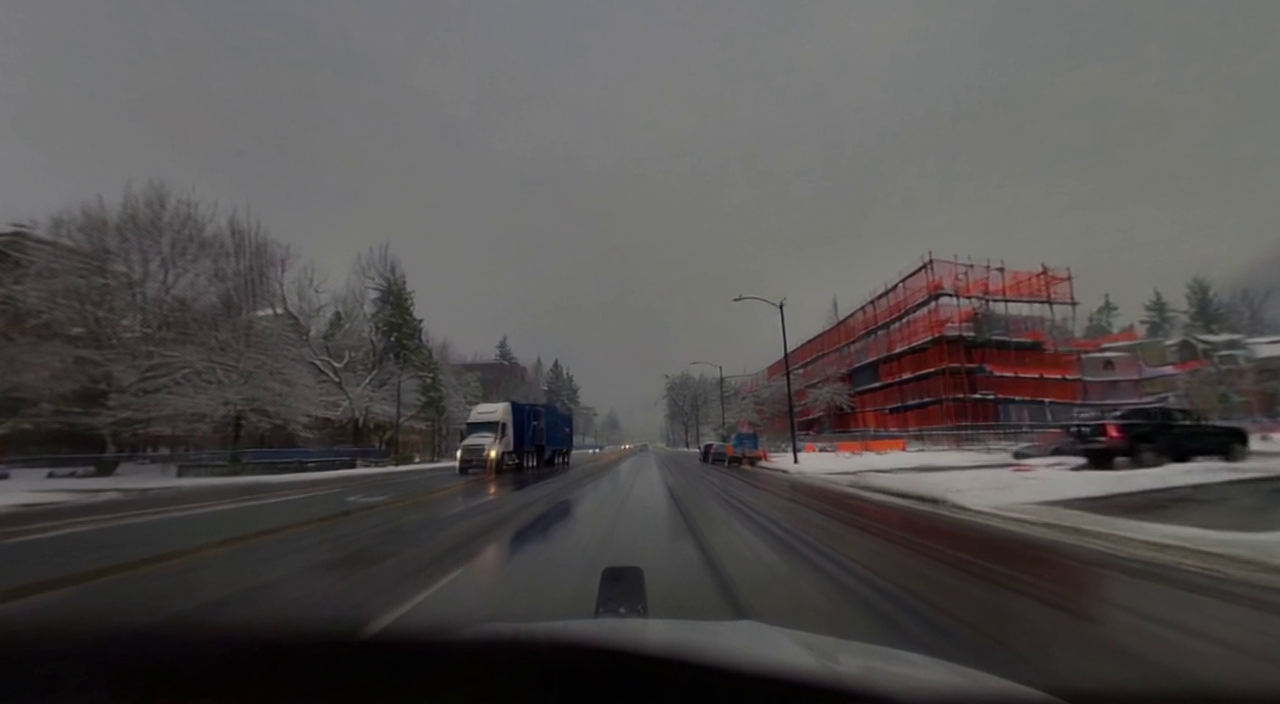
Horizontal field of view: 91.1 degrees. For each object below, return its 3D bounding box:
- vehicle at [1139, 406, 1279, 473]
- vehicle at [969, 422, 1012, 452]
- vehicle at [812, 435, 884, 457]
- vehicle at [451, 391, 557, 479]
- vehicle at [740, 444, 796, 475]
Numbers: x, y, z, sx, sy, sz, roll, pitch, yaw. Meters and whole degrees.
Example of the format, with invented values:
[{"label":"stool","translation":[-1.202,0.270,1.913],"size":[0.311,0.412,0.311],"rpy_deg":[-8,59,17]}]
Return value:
[{"label":"vehicle","translation":[16.359,2.328,16.689],"size":[4.422,1.677,2.004],"rpy_deg":[0,-8,-1]},{"label":"vehicle","translation":[23.375,5.690,41.753],"size":[2.078,1.823,5.181],"rpy_deg":[-5,-10,32]},{"label":"vehicle","translation":[16.063,7.291,48.639],"size":[4.775,1.610,2.147],"rpy_deg":[0,-9,-2]},{"label":"vehicle","translation":[-6.955,4.591,34.168],"size":[3.071,3.982,10.729],"rpy_deg":[0,-8,2]},{"label":"vehicle","translation":[6.667,5.625,33.146],"size":[1.933,1.488,4.736],"rpy_deg":[0,-8,0]}]
